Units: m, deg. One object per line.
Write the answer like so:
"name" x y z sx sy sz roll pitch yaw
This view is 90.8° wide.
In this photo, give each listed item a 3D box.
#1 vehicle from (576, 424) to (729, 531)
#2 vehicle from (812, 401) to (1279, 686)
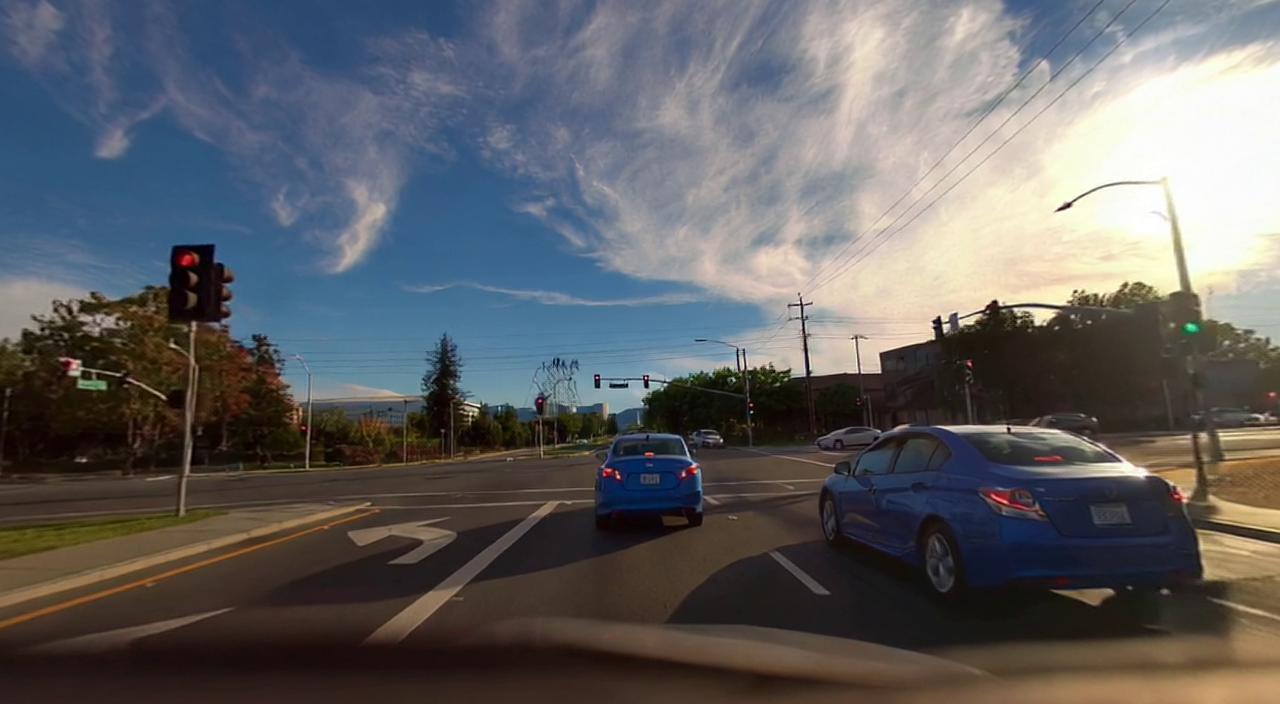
"vehicle" 0.168 2.024 10.718 2.110 1.466 3.860 0 -8 0
"vehicle" 3.088 1.298 5.446 2.004 1.448 4.263 0 -8 0
